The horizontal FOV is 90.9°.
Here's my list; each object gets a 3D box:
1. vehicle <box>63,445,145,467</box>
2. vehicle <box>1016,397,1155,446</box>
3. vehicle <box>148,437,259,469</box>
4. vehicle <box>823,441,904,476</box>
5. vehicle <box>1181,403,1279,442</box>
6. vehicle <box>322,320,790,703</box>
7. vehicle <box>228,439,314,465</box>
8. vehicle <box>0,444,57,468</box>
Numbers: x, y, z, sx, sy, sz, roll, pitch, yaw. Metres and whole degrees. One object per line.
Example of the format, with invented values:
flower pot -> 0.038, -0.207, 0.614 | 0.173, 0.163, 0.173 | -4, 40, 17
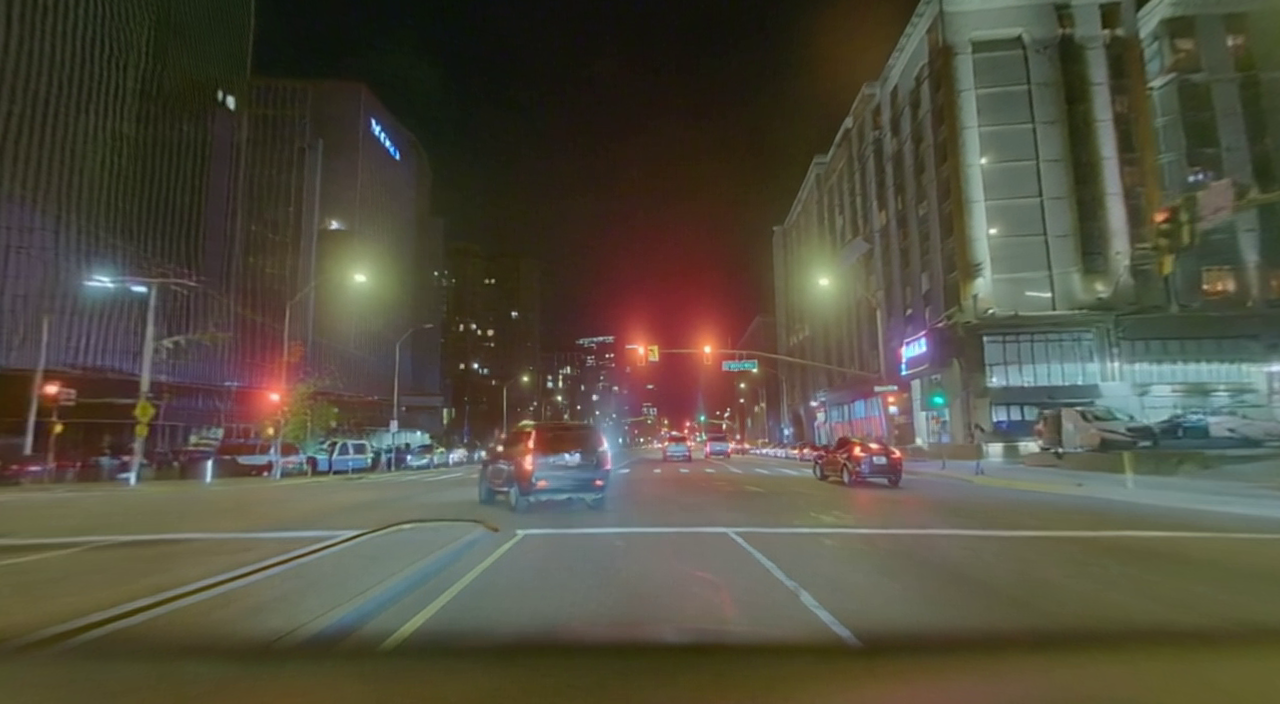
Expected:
vehicle -> -36.384, 7.076, 42.837 | 4.054, 1.382, 1.564 | 1, -9, 0
vehicle -> 18.454, 3.009, 26.541 | 2.123, 1.884, 5.170 | 0, -8, 1
vehicle -> -23.882, 5.569, 34.635 | 4.511, 1.670, 2.082 | 0, -9, 0
vehicle -> 9.743, 4.658, 27.905 | 1.863, 1.426, 4.494 | 0, -8, -1
vehicle -> 24.287, 2.872, 25.780 | 1.422, 1.496, 3.318 | 1, -6, 1
vehicle -> -0.477, 1.159, 5.630 | 2.242, 1.812, 4.993 | -3, -9, -1
vehicle -> -23.231, 6.279, 39.746 | 4.286, 1.210, 1.877 | 3, -3, 4
vehicle -> -42.863, 7.013, 42.731 | 4.671, 1.547, 1.907 | 0, -8, -1
